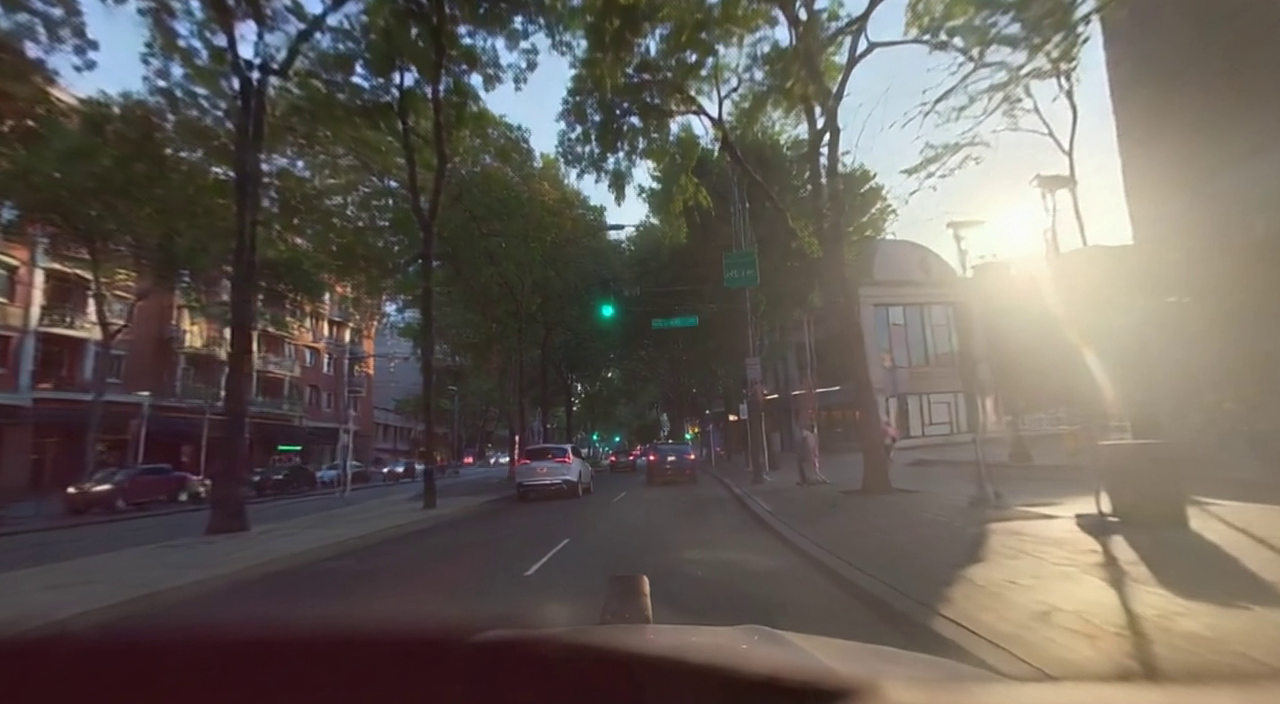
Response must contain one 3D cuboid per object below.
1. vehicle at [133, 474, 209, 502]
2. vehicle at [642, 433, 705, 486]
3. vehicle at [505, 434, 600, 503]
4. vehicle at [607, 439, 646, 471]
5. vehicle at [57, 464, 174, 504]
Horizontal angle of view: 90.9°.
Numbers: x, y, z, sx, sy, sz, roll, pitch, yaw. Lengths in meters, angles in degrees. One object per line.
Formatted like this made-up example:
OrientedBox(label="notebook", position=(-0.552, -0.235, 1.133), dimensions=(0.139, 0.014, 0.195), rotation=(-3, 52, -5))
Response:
OrientedBox(label="vehicle", position=(-31.358, 9.096, 42.292), dimensions=(1.768, 1.436, 4.515), rotation=(1, -7, -2))
OrientedBox(label="vehicle", position=(1.215, 3.976, 23.647), dimensions=(2.120, 1.758, 3.917), rotation=(-1, -8, 2))
OrientedBox(label="vehicle", position=(-2.374, 3.241, 18.057), dimensions=(1.940, 1.722, 3.823), rotation=(-1, -8, 4))
OrientedBox(label="vehicle", position=(-0.788, 6.492, 39.899), dimensions=(2.220, 1.847, 4.587), rotation=(-1, -8, 2))
OrientedBox(label="vehicle", position=(-28.172, 7.066, 34.115), dimensions=(2.045, 1.799, 4.945), rotation=(-1, -8, 0))
